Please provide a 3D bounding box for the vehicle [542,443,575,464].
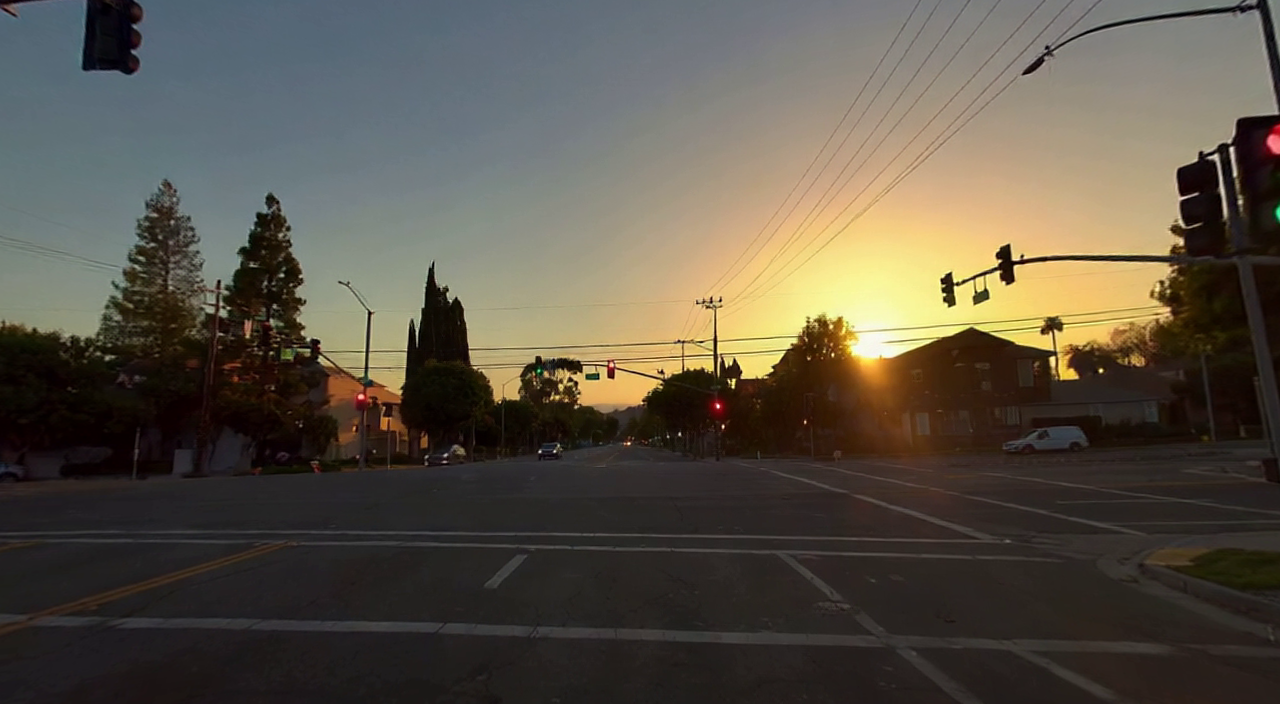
[{"bbox_3d":[-6.077,7.671,47.809,1.936,1.444,4.168,0,-8,0],"label":"vehicle"}]
